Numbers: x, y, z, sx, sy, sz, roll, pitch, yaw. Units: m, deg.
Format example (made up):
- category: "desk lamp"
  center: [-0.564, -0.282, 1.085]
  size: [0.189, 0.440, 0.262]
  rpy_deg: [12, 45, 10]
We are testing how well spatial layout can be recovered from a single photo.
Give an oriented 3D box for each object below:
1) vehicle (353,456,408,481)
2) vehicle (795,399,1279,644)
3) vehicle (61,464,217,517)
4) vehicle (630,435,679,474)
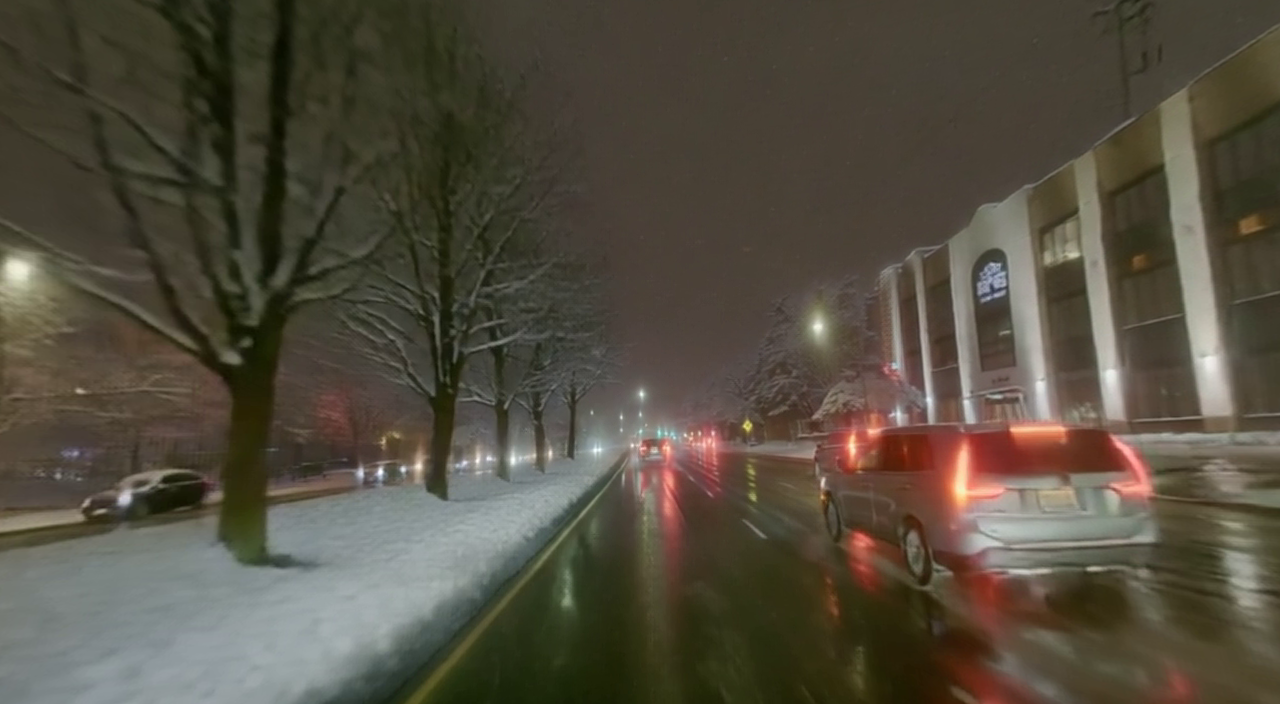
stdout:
- category: "vehicle"
  center: [-18.240, 8.185, 44.509]
  size: [1.853, 1.614, 4.514]
  rpy_deg: [-1, -8, 2]
- category: "vehicle"
  center: [3.198, 1.456, 6.561]
  size: [1.931, 1.591, 4.708]
  rpy_deg: [0, -8, 0]
- category: "vehicle"
  center: [-18.446, 5.095, 23.562]
  size: [1.947, 1.609, 4.589]
  rpy_deg: [0, -8, 2]
- category: "vehicle"
  center: [0.621, 4.741, 29.462]
  size: [2.125, 1.669, 3.880]
  rpy_deg: [0, -8, 0]
